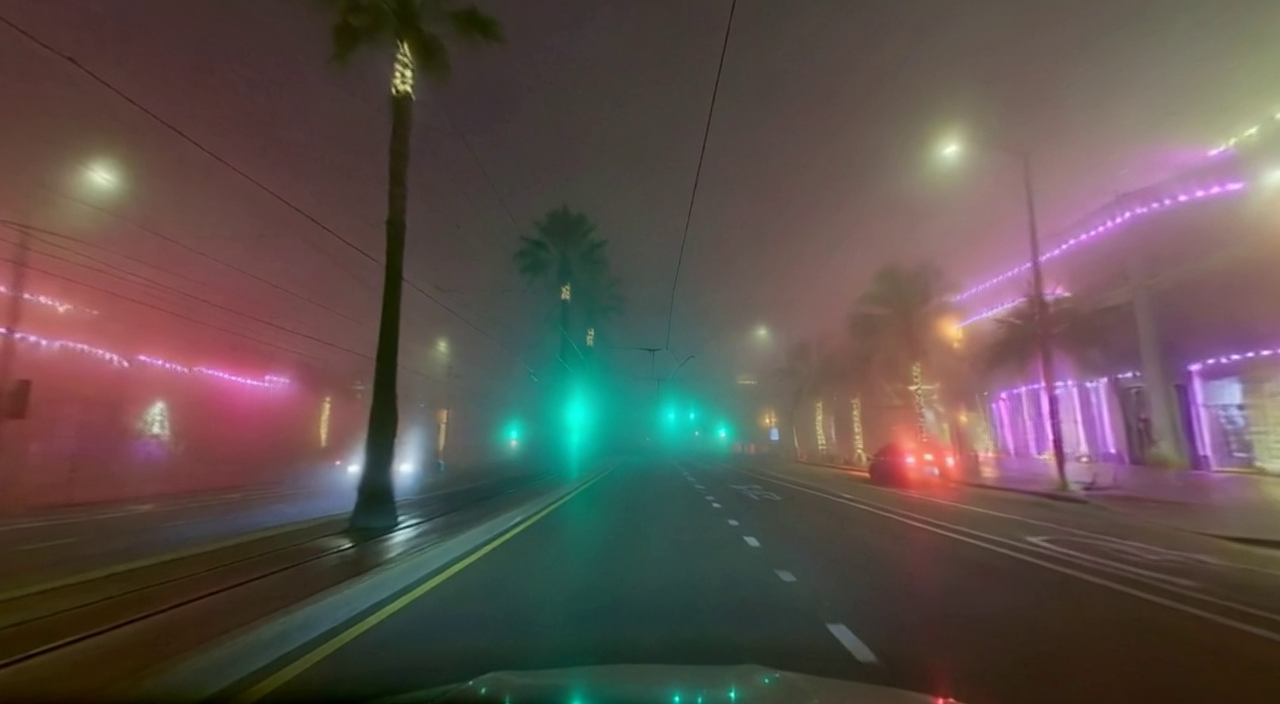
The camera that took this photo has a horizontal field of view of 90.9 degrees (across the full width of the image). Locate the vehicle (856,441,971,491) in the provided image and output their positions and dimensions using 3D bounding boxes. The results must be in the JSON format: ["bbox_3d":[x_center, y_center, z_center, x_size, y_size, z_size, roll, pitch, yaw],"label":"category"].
[{"bbox_3d":[9.065,3.781,21.367,1.822,1.494,4.385,0,-8,-2],"label":"vehicle"}]

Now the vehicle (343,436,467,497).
[{"bbox_3d":[-7.128,3.493,19.715,1.971,1.657,4.623,0,-8,2],"label":"vehicle"}]
